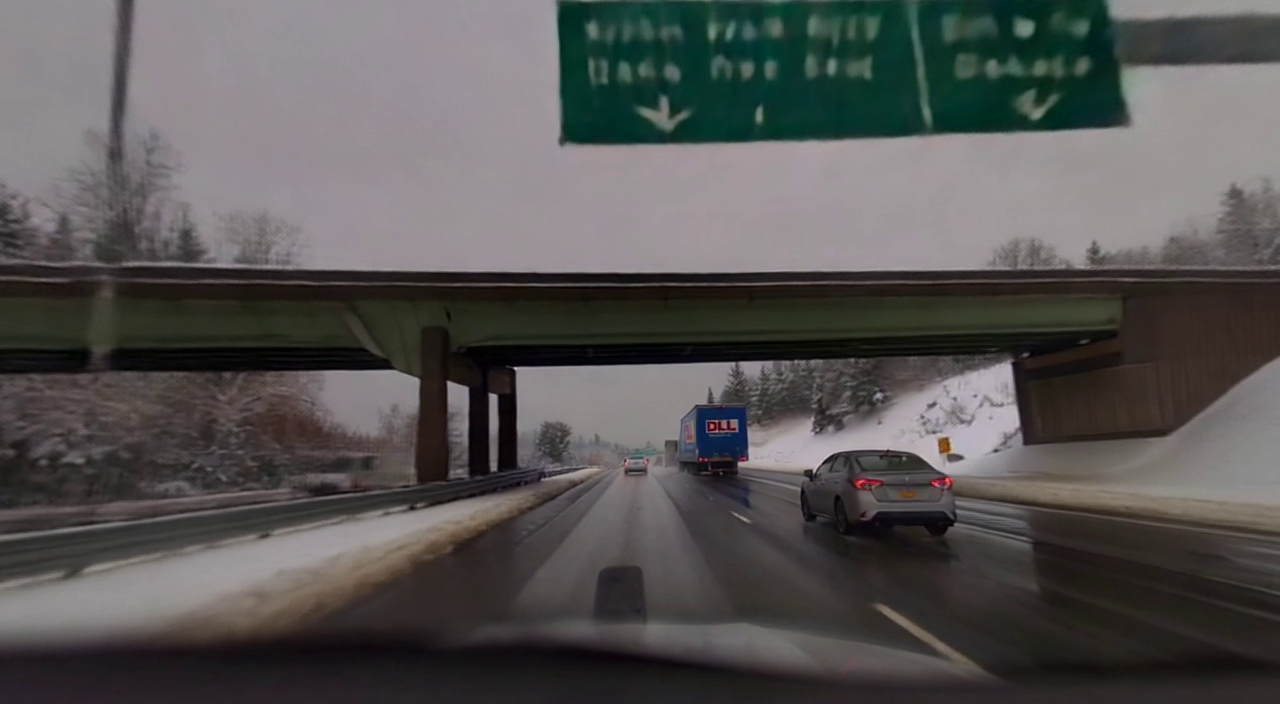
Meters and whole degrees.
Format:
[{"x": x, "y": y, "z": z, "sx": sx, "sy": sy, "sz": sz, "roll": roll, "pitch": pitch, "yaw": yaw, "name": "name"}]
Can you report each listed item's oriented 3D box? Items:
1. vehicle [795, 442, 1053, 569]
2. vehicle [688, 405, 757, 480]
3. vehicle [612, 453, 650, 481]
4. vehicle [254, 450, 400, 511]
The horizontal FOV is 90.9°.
[{"x": 3.854, "y": 2.130, "z": 9.527, "sx": 1.894, "sy": 1.452, "sz": 4.164, "roll": 0, "pitch": -9, "yaw": -1, "name": "vehicle"}, {"x": 4.703, "y": 5.442, "z": 37.767, "sx": 2.838, "sy": 3.985, "sz": 8.010, "roll": 0, "pitch": -9, "yaw": -1, "name": "vehicle"}, {"x": -0.484, "y": 6.388, "z": 35.316, "sx": 2.055, "sy": 1.445, "sz": 3.661, "roll": 0, "pitch": -9, "yaw": 0, "name": "vehicle"}, {"x": -8.769, "y": 3.592, "z": 18.157, "sx": 1.964, "sy": 1.521, "sz": 4.348, "roll": 0, "pitch": -9, "yaw": 0, "name": "vehicle"}]
